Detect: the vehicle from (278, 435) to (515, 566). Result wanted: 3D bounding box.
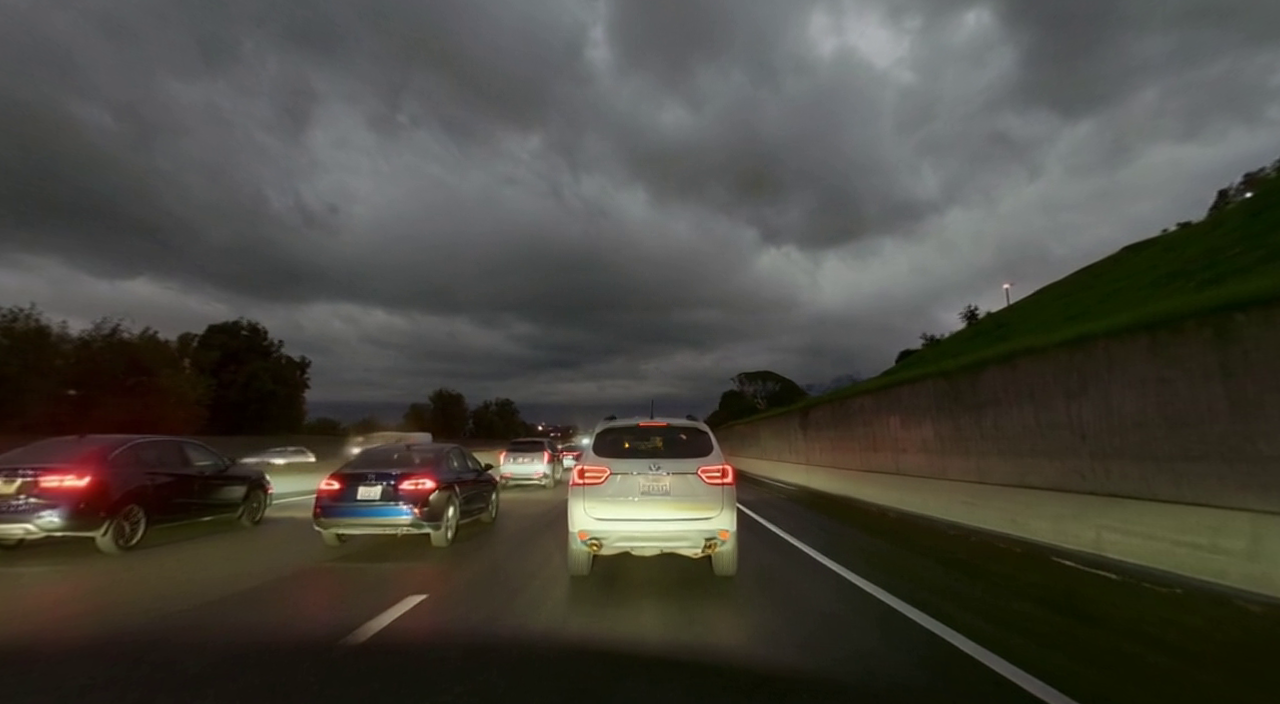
[{"bbox_3d":[-3.246,2.048,9.404,1.917,1.506,3.949,0,-9,1],"label":"vehicle"}]

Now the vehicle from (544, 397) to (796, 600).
[{"bbox_3d":[0.221,1.699,8.275,2.210,1.760,5.303,0,-9,-1],"label":"vehicle"}]

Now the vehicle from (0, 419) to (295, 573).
[{"bbox_3d":[-7.471,1.975,9.418,1.986,1.700,4.558,0,-9,1],"label":"vehicle"}]
